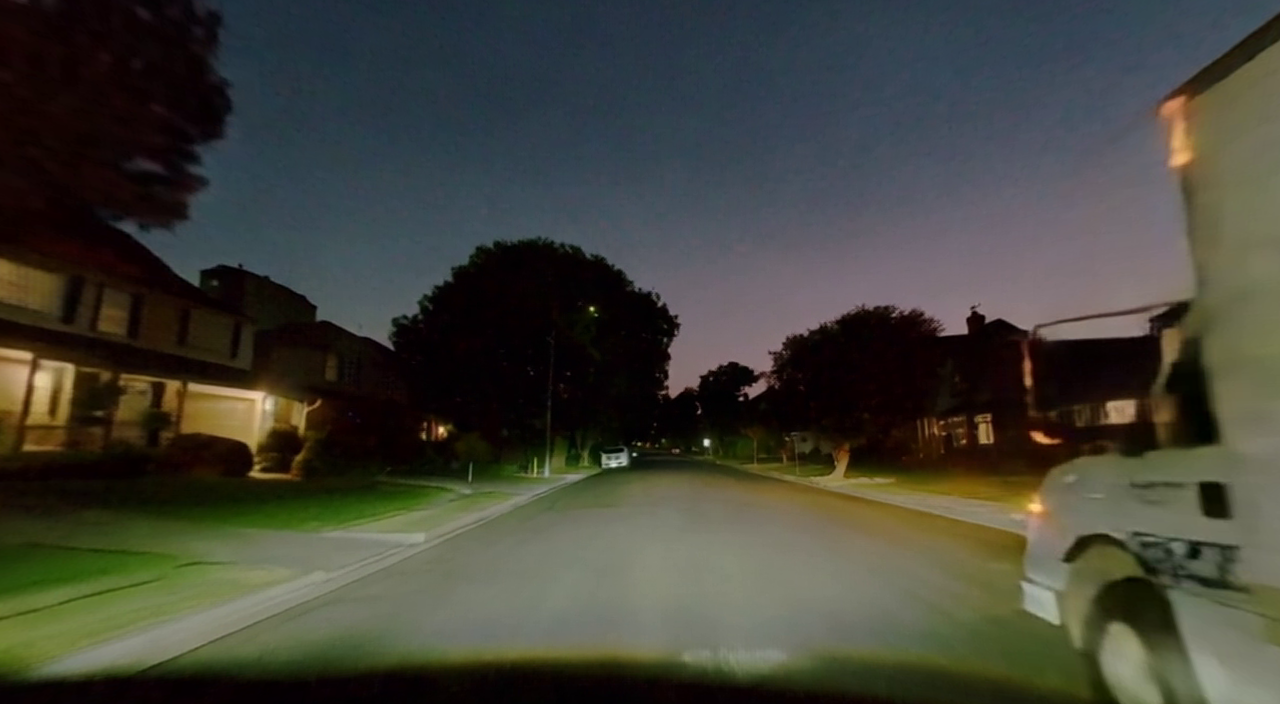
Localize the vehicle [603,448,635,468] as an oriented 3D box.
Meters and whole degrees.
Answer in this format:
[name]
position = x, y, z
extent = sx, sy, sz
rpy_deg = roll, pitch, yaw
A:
[vehicle]
position = -1.519, 7.868, 46.986
extent = 2.017, 1.397, 4.004
rpy_deg = -1, -8, 4
